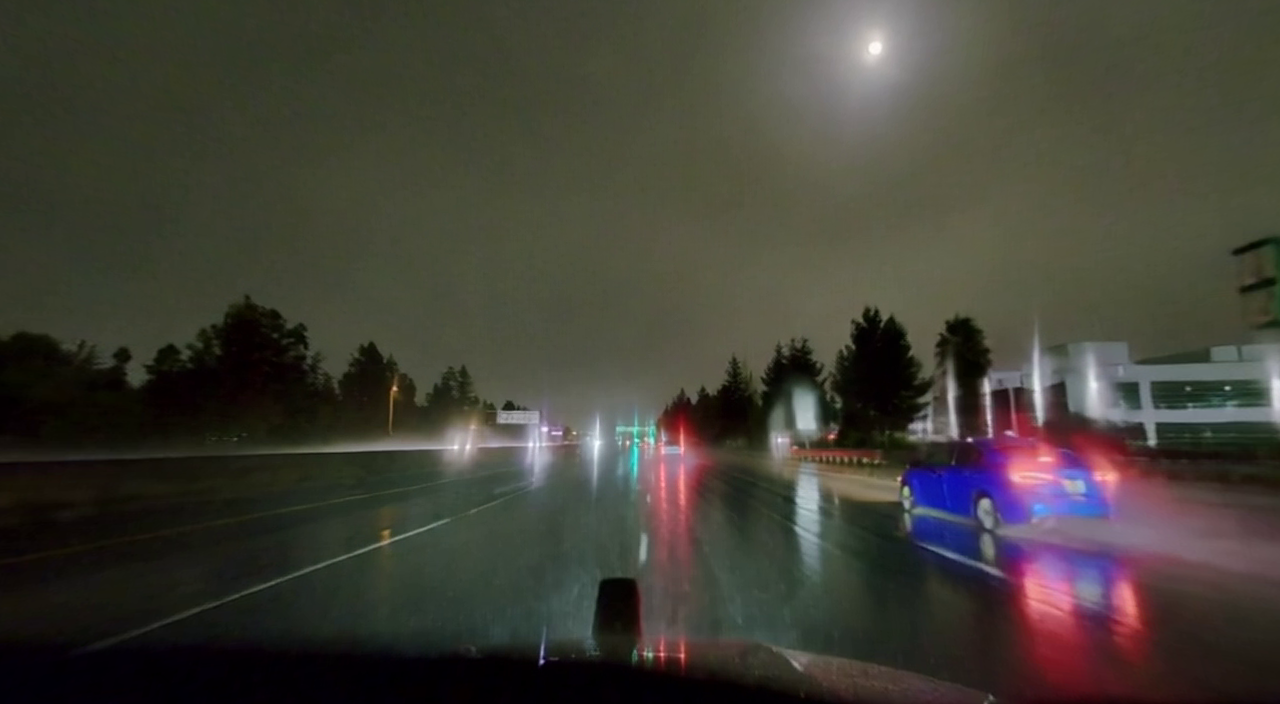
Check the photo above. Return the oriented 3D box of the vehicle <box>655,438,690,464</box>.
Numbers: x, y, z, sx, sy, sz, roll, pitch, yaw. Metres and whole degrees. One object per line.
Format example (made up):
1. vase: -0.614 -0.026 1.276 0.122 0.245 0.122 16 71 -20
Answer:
1. vehicle: 2.226 6.862 44.027 2.127 1.692 4.382 0 -9 -1

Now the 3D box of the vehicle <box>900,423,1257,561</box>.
1. vehicle: 5.889 1.931 9.470 2.029 1.528 4.644 0 -9 0
